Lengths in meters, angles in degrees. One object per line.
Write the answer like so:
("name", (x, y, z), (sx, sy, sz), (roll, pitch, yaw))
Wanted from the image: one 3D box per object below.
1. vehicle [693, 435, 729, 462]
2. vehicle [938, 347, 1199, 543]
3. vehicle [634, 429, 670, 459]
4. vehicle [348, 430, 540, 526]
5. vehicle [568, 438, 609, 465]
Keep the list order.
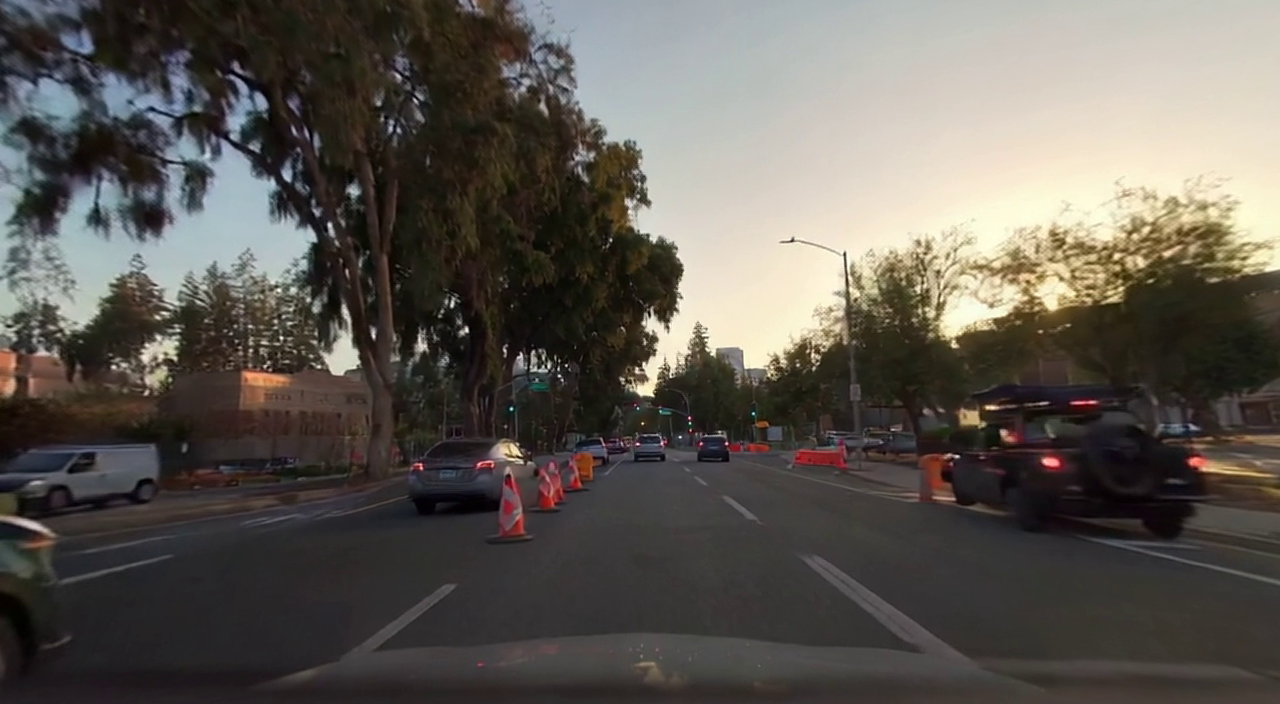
("vehicle", (4.502, 6.184, 40.432), (1.984, 1.659, 4.226), (0, -8, 2))
("vehicle", (6.619, 1.462, 10.211), (1.910, 2.539, 2.846), (-6, -7, 1))
("vehicle", (0.887, 6.765, 46.176), (2.505, 2.084, 4.768), (0, -8, 1))
("vehicle", (-3.456, 2.323, 12.263), (2.107, 1.482, 4.674), (0, -8, 2))
("vehicle", (-2.988, 5.912, 37.559), (1.998, 1.481, 4.656), (0, -8, 1))
